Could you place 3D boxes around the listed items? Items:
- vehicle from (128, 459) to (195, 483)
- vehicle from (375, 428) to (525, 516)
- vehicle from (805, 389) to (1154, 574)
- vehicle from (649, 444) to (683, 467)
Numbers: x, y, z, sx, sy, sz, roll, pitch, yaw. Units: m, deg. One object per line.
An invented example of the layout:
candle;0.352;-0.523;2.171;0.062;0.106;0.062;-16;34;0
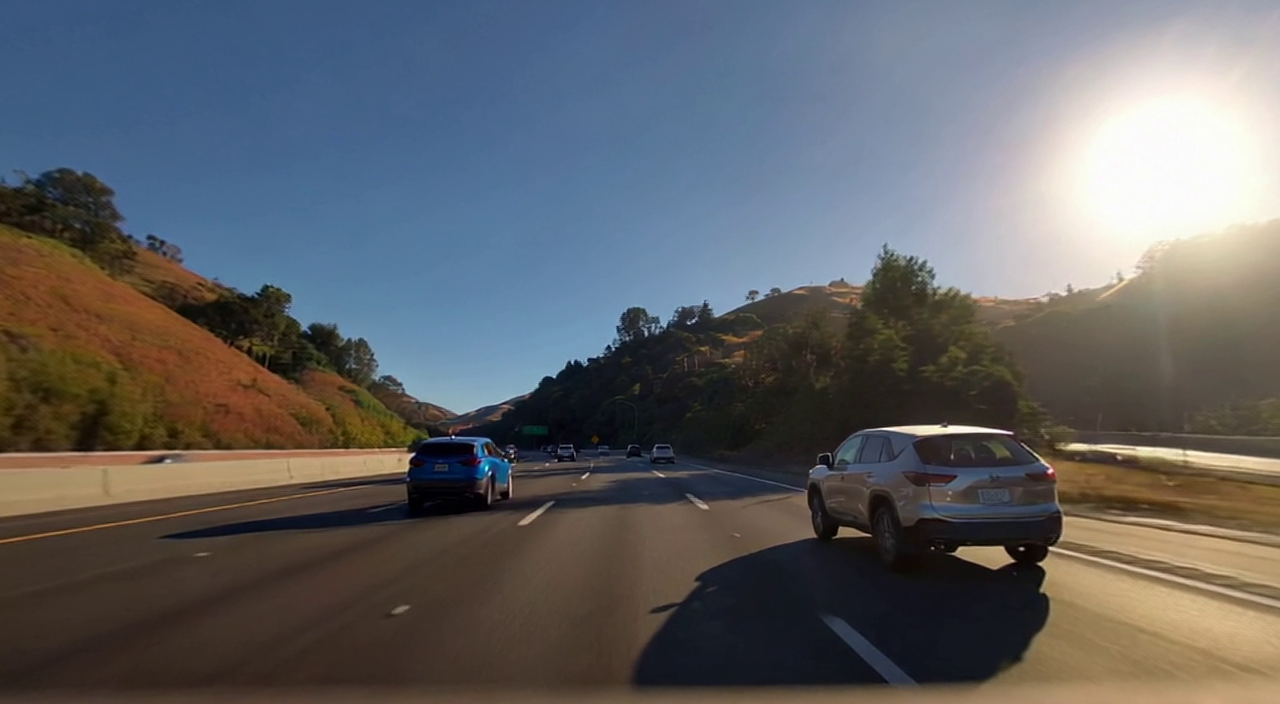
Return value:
vehicle;-37.524;9.317;49.680;1.928;1.696;4.466;1;-9;-4
vehicle;-4.270;2.788;15.153;2.213;1.766;4.598;0;-9;-1
vehicle;4.186;1.711;9.061;2.103;1.903;4.837;0;-9;-3
vehicle;1.976;8.069;49.398;2.075;1.694;4.086;1;-9;-5
